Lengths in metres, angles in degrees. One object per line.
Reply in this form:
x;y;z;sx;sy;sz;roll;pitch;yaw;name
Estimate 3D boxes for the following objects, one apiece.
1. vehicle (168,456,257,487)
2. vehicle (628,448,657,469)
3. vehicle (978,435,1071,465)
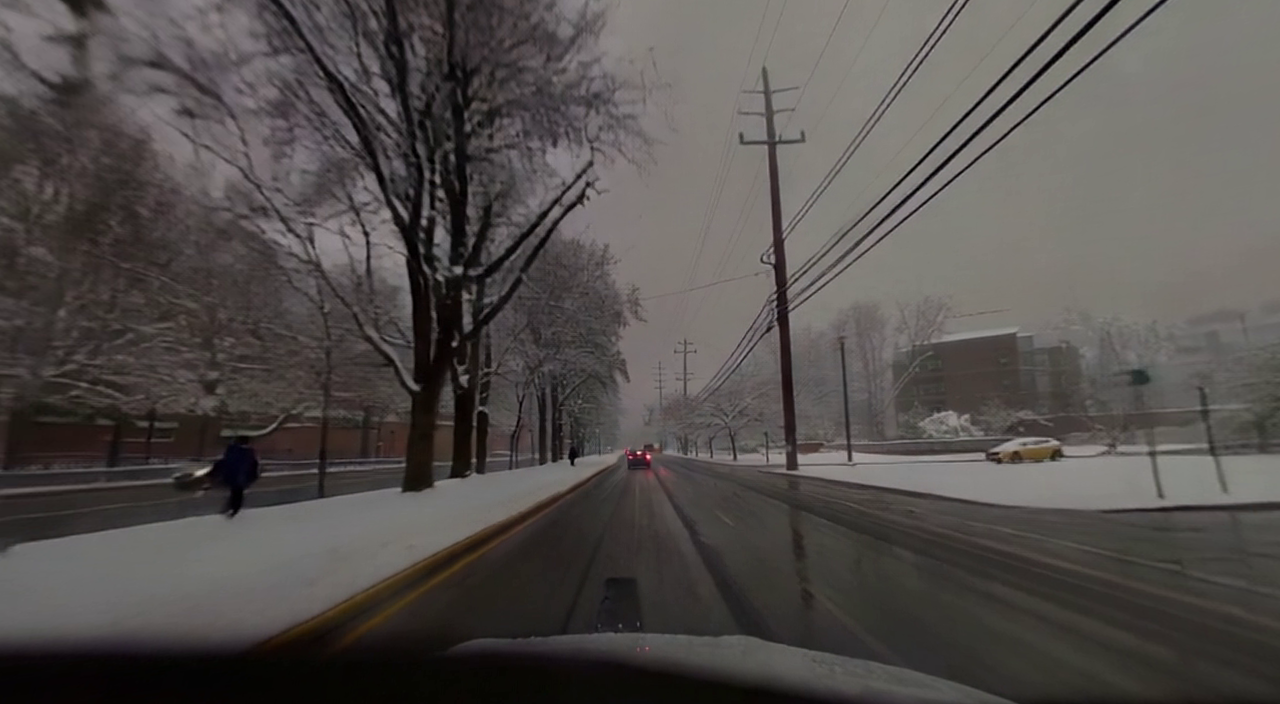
-25.658;7.145;38.169;2.016;1.661;4.674;0;-8;1;vehicle
0.159;7.916;47.137;2.109;1.501;4.042;0;-8;0;vehicle
26.024;6.767;43.083;2.189;1.805;5.633;0;-10;-8;vehicle
